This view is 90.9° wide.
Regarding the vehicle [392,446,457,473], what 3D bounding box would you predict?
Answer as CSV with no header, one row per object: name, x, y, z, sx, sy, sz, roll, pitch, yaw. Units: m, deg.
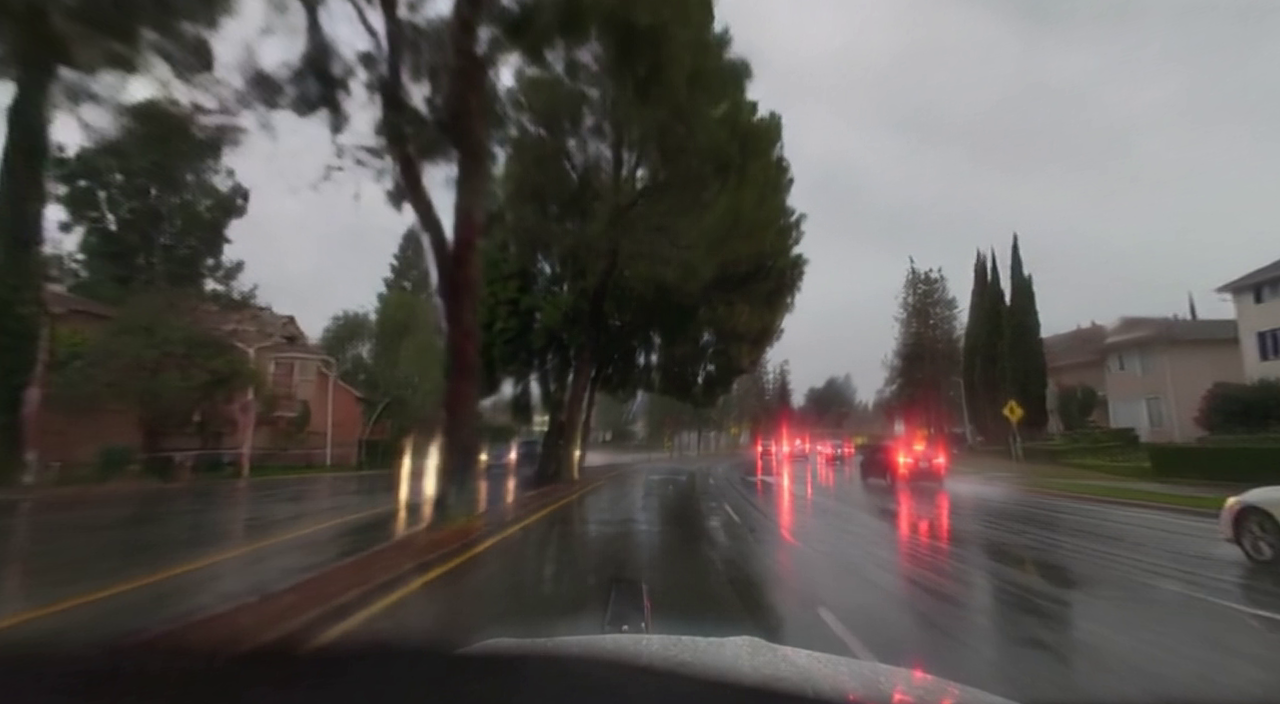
vehicle,-12.874,6.415,37.963,1.893,1.474,4.375,-1,-8,8

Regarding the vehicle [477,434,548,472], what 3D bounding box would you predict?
vehicle,-6.782,5.426,34.146,2.137,1.828,5.202,-1,-8,8

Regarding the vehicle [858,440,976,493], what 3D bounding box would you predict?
vehicle,8.343,3.454,19.477,1.855,1.444,4.389,-1,-8,3

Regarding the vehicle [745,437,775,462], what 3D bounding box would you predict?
vehicle,8.581,6.971,45.167,1.991,1.684,4.127,-2,-8,10
